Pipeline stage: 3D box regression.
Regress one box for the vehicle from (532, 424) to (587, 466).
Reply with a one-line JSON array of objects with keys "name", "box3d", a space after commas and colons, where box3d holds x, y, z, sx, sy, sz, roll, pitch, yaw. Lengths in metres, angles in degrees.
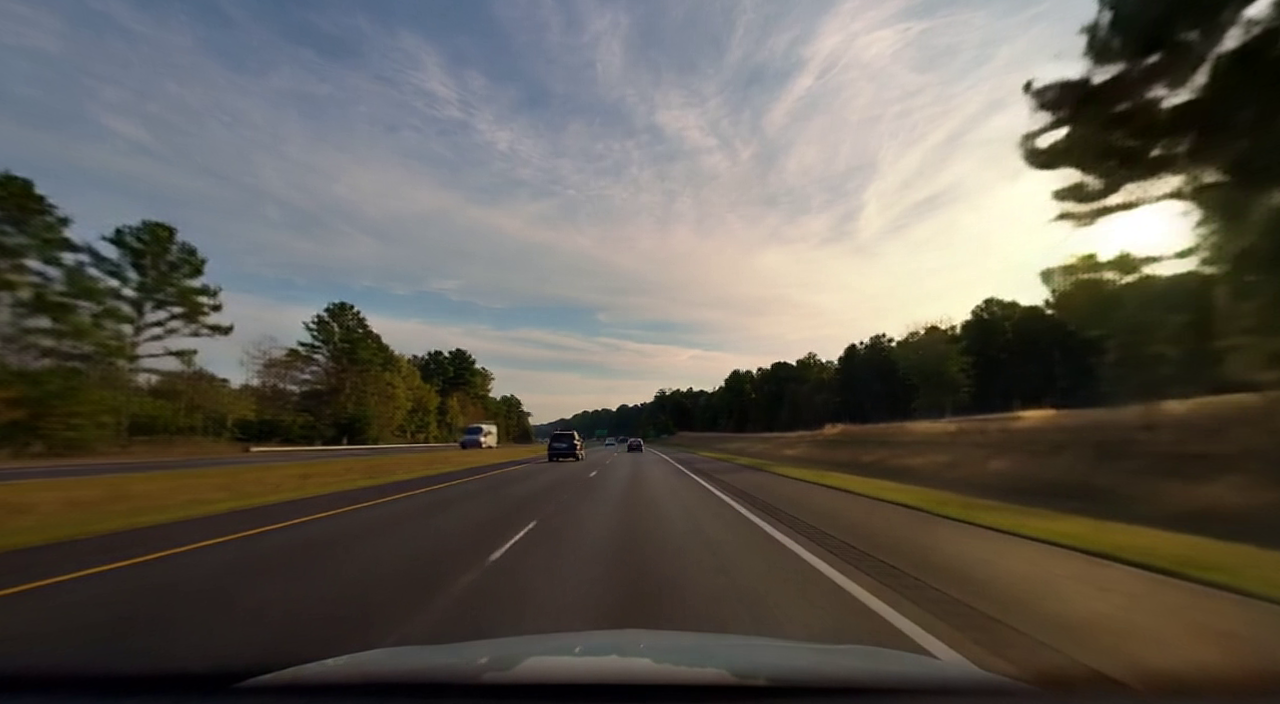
[{"name": "vehicle", "box3d": [-4.102, 4.845, 32.924, 2.241, 2.034, 4.890, 0, -8, -1]}]
